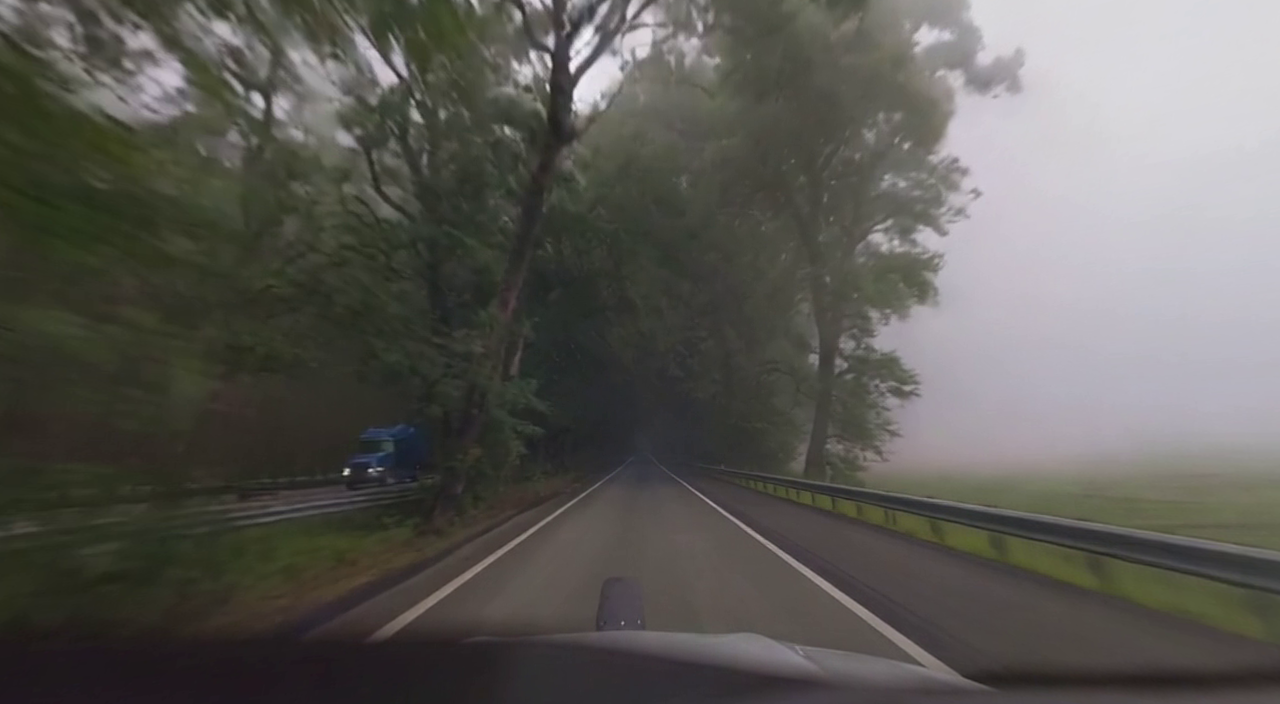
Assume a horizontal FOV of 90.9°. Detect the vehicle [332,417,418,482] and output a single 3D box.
[{"bbox_3d":[-17.463,6.506,42.099,3.017,3.974,5.953,0,-9,0],"label":"vehicle"}]
